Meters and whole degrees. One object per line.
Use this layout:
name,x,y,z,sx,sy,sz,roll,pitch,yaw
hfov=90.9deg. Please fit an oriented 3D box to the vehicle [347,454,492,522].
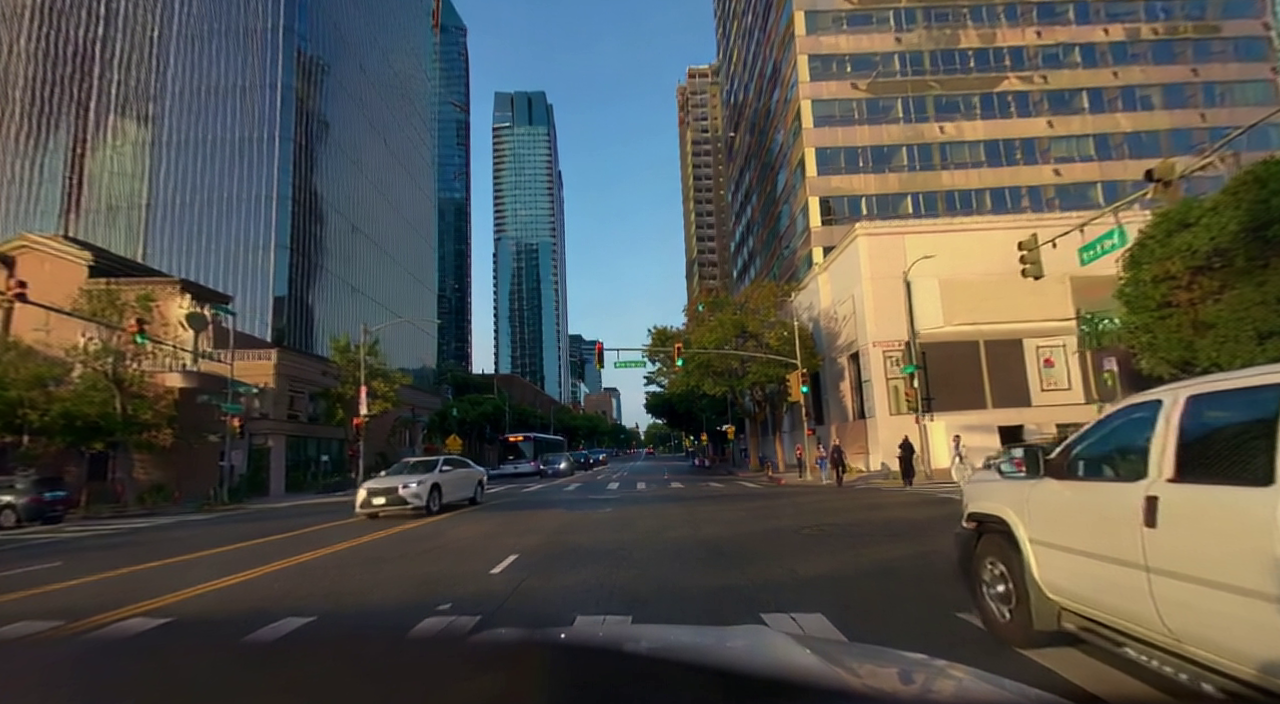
vehicle,-5.532,3.449,16.637,1.956,1.457,4.958,0,-9,1

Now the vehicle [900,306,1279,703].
vehicle,3.296,0.852,2.707,2.118,1.848,5.426,0,-9,1

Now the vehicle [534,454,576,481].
vehicle,-5.407,7.422,40.707,1.997,1.610,4.144,0,-9,2

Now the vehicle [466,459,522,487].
vehicle,-8.950,7.440,39.046,2.003,1.489,4.656,-1,-9,4
